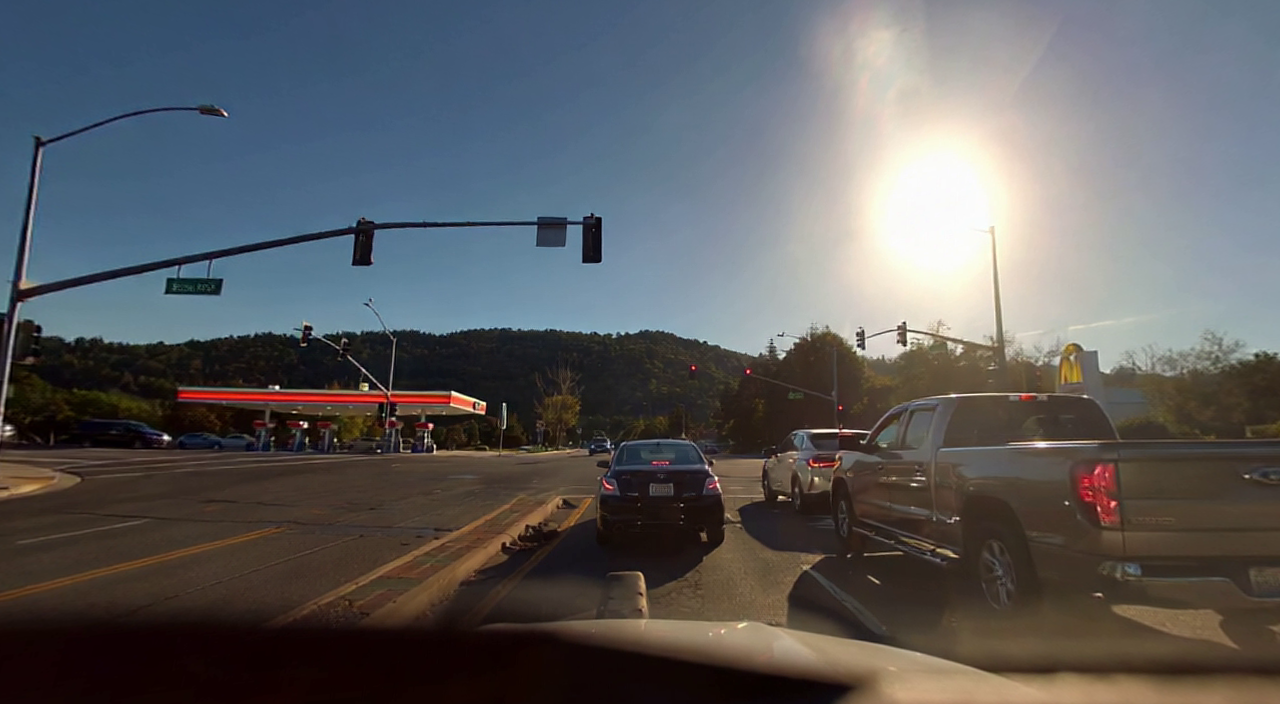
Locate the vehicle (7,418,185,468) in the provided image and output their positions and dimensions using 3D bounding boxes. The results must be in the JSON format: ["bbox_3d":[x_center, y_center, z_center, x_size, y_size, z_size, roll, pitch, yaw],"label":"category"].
[{"bbox_3d":[-19.925,3.364,23.248,4.742,1.720,2.107,-1,-8,5],"label":"vehicle"}]

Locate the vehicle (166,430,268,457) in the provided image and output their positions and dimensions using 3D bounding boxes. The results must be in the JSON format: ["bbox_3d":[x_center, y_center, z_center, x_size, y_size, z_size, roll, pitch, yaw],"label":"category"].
[{"bbox_3d":[-23.094,5.033,34.494,4.326,1.420,1.798,-1,-8,4],"label":"vehicle"}]

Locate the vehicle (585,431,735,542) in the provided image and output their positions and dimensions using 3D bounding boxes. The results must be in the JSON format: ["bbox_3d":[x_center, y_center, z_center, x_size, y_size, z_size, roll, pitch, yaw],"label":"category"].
[{"bbox_3d":[0.260,2.114,10.536,2.027,1.494,3.824,0,-8,0],"label":"vehicle"}]

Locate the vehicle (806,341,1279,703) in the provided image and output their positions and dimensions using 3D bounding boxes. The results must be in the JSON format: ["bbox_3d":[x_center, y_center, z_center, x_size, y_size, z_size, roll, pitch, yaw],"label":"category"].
[{"bbox_3d":[3.561,1.318,6.094,2.277,1.871,6.143,0,-8,0],"label":"vehicle"}]
